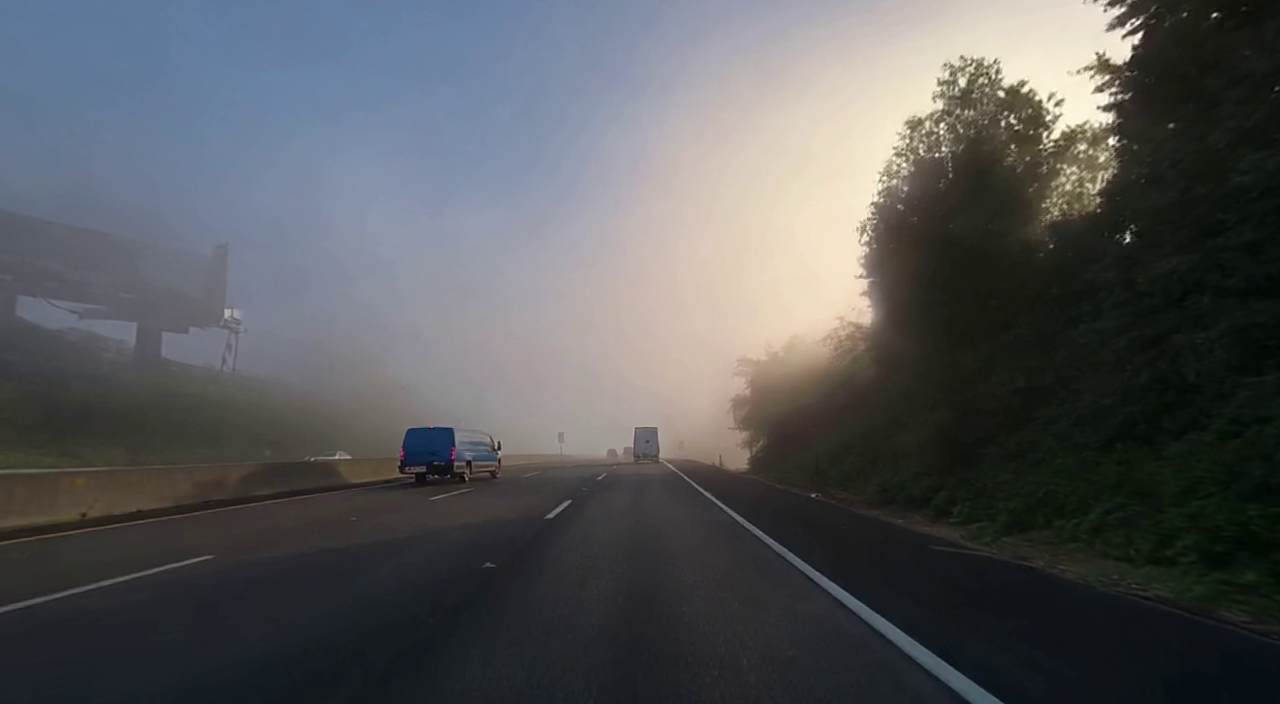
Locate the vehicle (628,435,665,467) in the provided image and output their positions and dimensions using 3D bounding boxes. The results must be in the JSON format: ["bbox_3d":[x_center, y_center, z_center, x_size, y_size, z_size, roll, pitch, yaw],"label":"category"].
[{"bbox_3d":[0.513,7.593,48.373,2.692,2.279,5.695,0,-8,1],"label":"vehicle"}]

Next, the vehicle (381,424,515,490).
[{"bbox_3d":[-6.817,3.864,23.501,2.695,2.084,6.836,0,-8,1],"label":"vehicle"}]
